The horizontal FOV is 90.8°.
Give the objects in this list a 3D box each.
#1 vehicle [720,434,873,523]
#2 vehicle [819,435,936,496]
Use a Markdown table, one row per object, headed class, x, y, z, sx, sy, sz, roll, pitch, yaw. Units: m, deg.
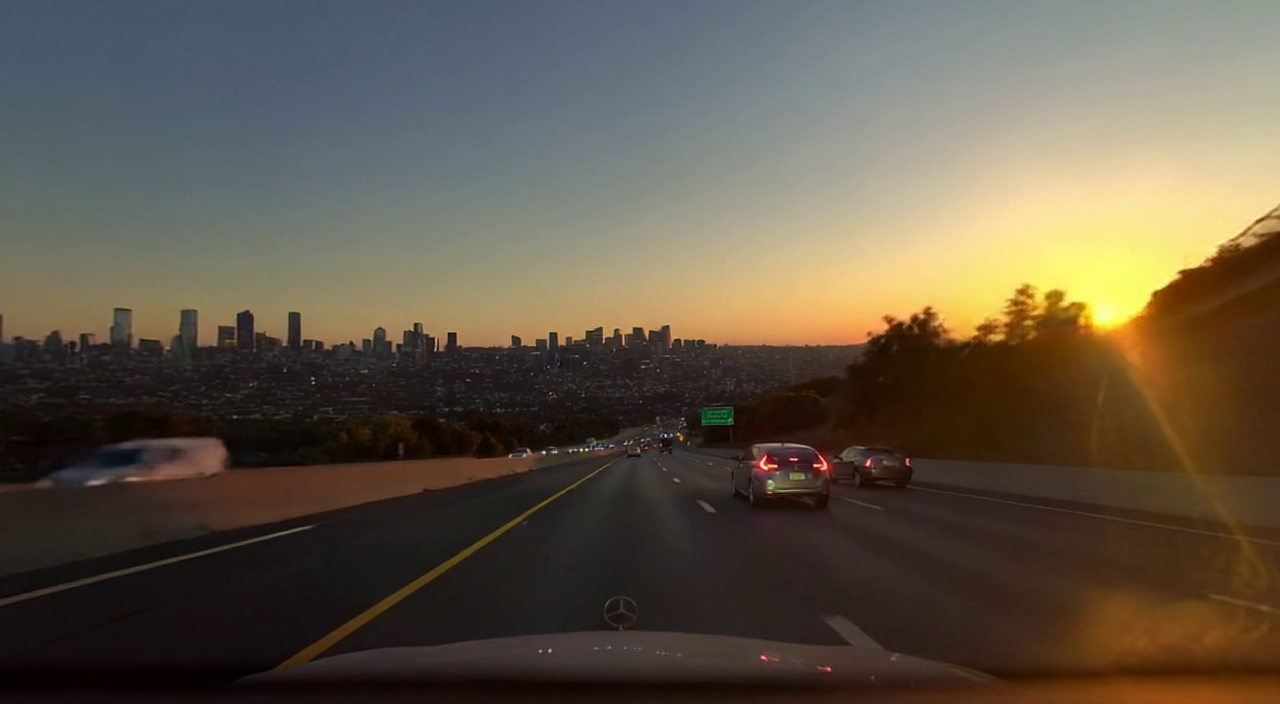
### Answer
| class | x | y | z | sx | sy | sz | roll | pitch | yaw |
| --- | --- | --- | --- | --- | --- | --- | --- | --- | --- |
| vehicle | 3.041 | 2.570 | 13.444 | 1.982 | 1.533 | 4.612 | 0 | -8 | -1 |
| vehicle | 6.841 | 3.295 | 18.685 | 1.856 | 1.592 | 3.920 | 0 | -8 | -1 |
